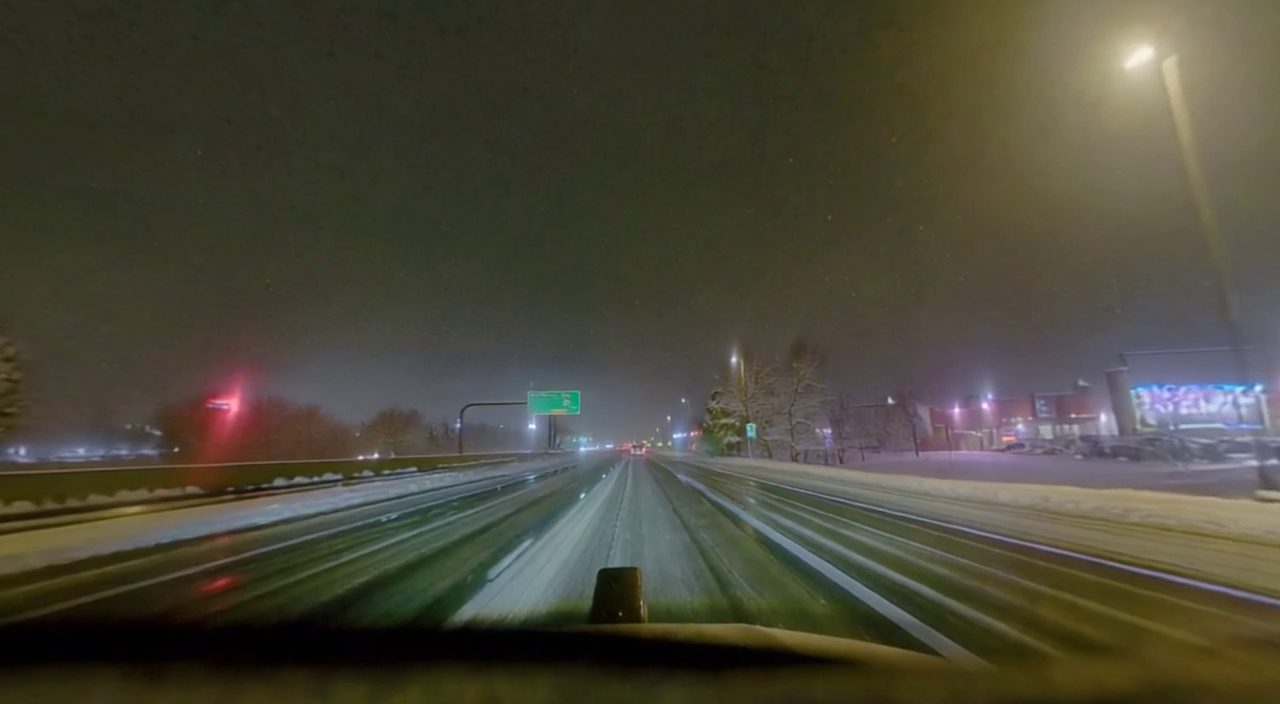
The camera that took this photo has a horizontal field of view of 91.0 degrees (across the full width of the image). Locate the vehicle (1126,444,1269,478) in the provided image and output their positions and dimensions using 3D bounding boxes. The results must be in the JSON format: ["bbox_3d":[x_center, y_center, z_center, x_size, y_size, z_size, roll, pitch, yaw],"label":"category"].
[{"bbox_3d":[40.294,7.917,45.712,7.313,2.332,2.770,-1,-9,6],"label":"vehicle"}]
